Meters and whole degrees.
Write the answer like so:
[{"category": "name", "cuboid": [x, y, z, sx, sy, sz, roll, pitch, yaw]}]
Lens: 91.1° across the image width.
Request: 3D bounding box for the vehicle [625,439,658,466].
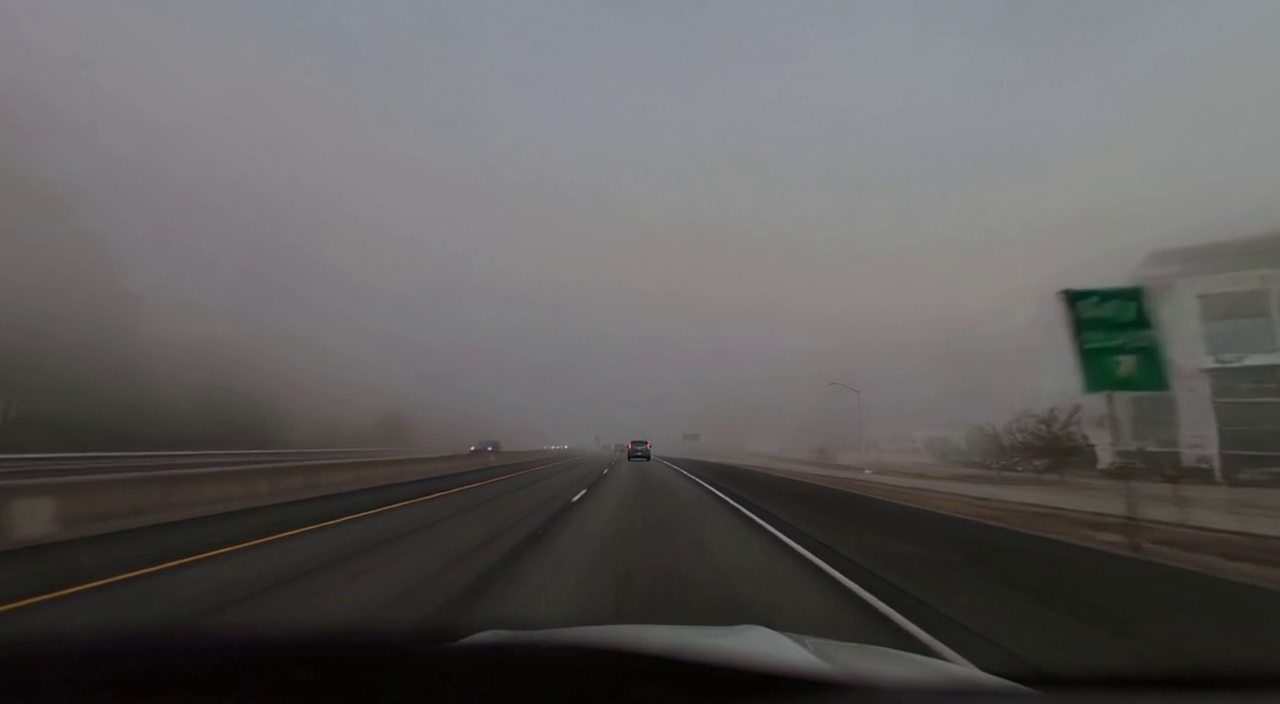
[{"category": "vehicle", "cuboid": [0.043, 6.513, 40.758, 2.029, 1.666, 4.064, 0, -8, -2]}]
